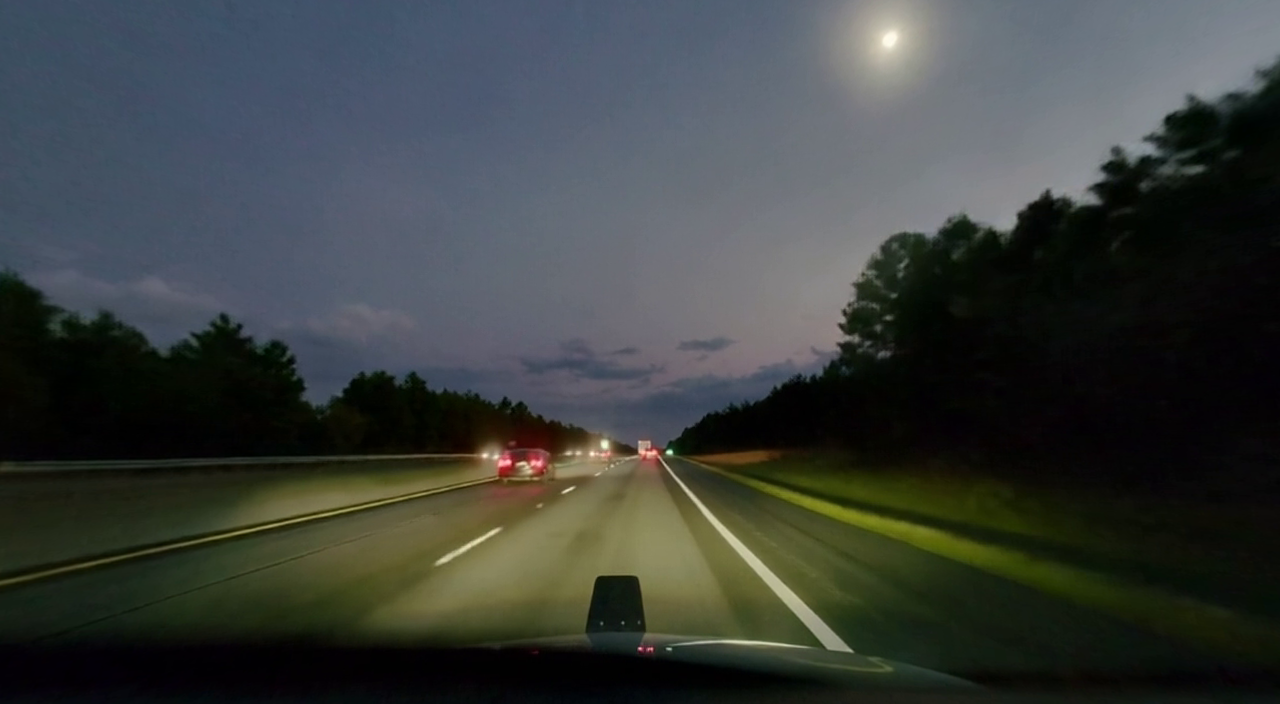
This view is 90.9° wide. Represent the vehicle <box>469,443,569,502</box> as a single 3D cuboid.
[{"bbox_3d":[-3.296,3.380,18.056,1.970,1.483,4.097,0,-9,1],"label":"vehicle"}]
